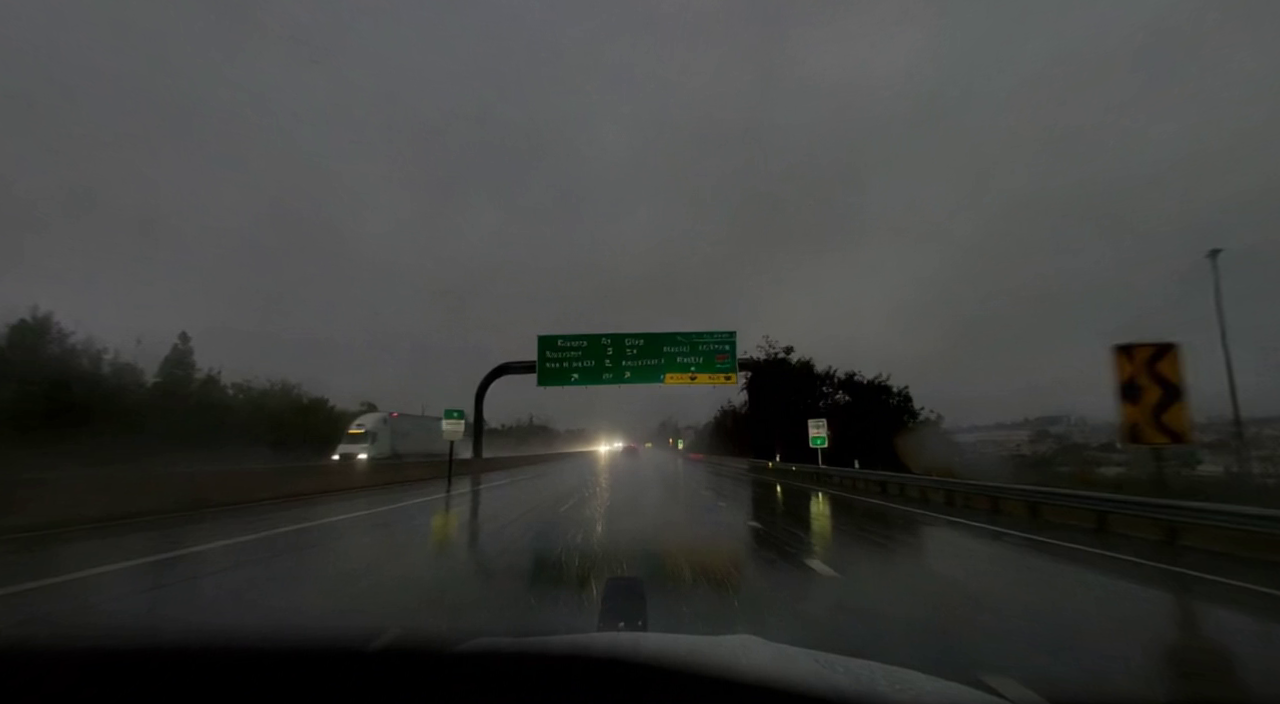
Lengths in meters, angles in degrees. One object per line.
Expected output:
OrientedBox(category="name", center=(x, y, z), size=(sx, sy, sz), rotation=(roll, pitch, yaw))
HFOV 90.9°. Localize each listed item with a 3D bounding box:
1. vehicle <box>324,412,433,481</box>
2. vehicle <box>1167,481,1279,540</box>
OrientedBox(category="vehicle", center=(-17.045, 6.345, 42.141), size=(3.044, 3.972, 10.003), rotation=(0, -9, 0))
OrientedBox(category="vehicle", center=(44.057, 11.179, 44.492), size=(2.925, 3.530, 10.591), rotation=(0, -9, -11))
